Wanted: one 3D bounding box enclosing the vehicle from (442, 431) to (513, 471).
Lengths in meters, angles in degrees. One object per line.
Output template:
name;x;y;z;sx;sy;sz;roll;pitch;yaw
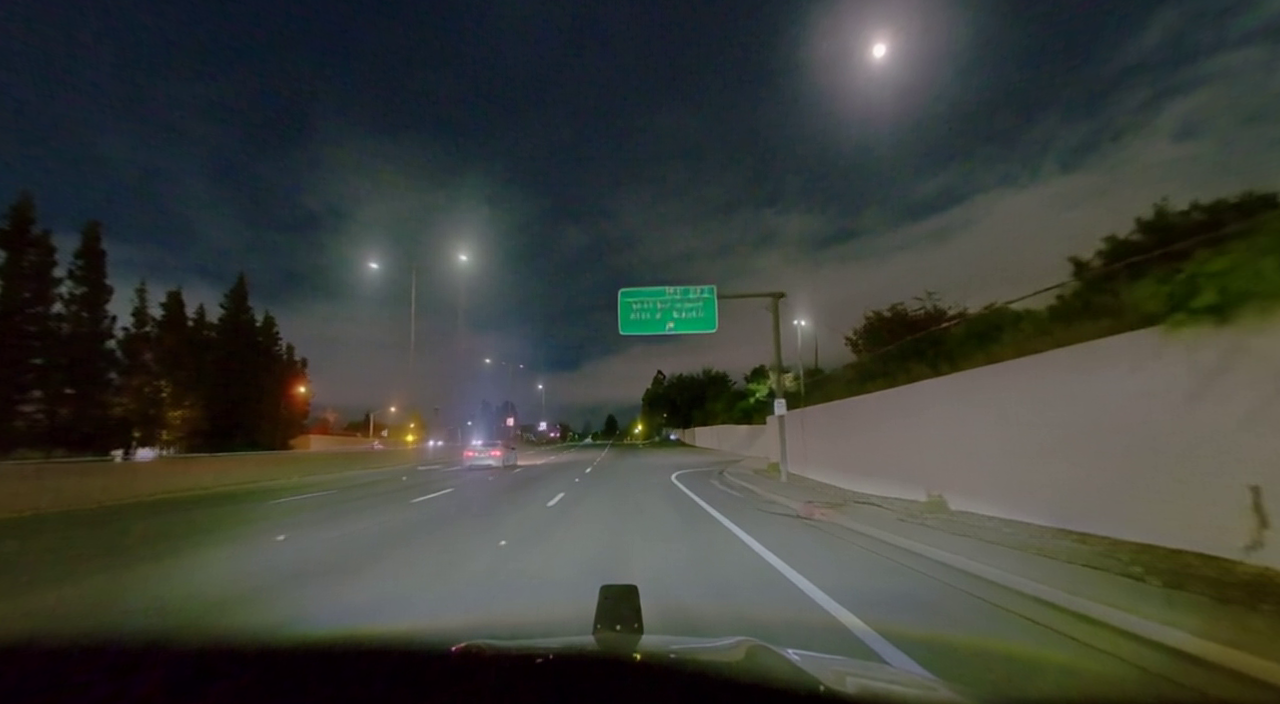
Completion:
vehicle;-7.619;4.708;30.196;2.115;1.711;4.722;0;-9;0
